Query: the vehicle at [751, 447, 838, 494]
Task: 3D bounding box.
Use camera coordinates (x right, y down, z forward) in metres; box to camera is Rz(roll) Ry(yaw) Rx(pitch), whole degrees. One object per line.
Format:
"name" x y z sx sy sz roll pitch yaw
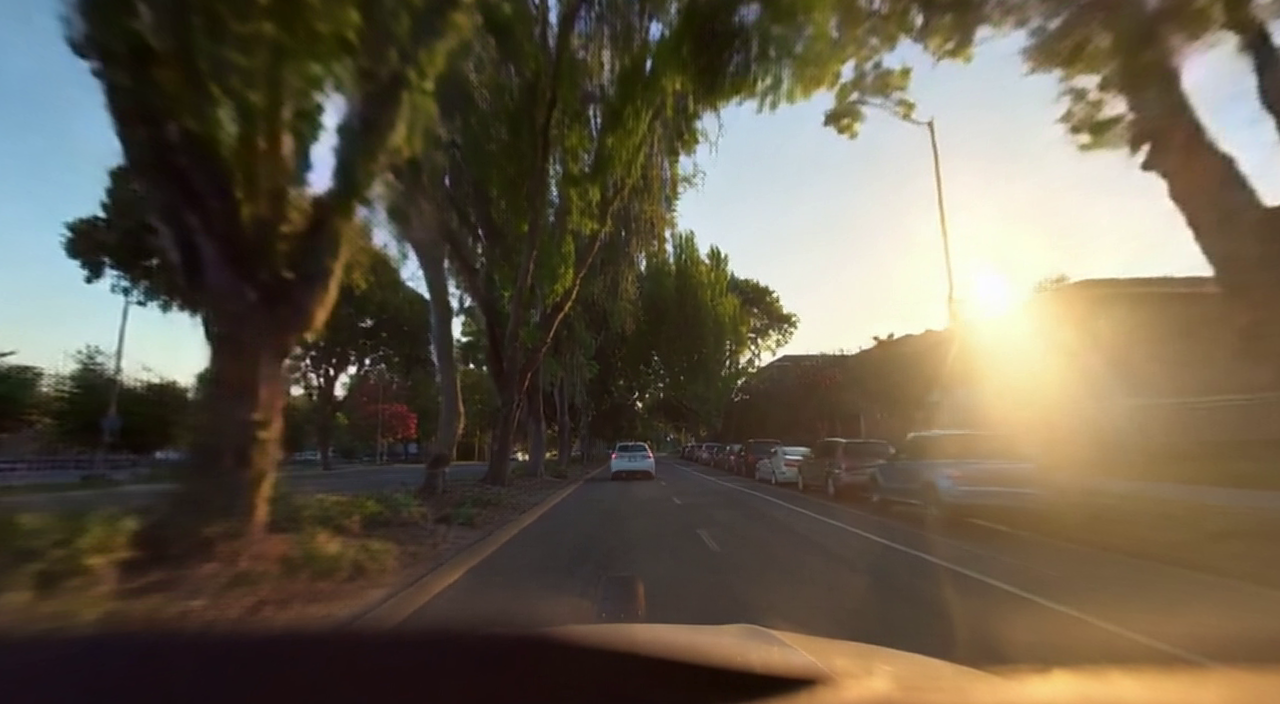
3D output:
"vehicle" 5.335 4.128 22.385 2.005 1.499 4.108 0 -9 0

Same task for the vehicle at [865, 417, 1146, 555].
"vehicle" 5.846 2.193 11.022 2.139 1.872 4.585 0 -9 1

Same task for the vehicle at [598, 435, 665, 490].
"vehicle" -0.292 3.726 21.580 2.070 1.698 3.925 0 -9 -1

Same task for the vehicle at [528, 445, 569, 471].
"vehicle" -5.473 6.394 38.394 2.105 1.474 4.808 0 -9 -4
